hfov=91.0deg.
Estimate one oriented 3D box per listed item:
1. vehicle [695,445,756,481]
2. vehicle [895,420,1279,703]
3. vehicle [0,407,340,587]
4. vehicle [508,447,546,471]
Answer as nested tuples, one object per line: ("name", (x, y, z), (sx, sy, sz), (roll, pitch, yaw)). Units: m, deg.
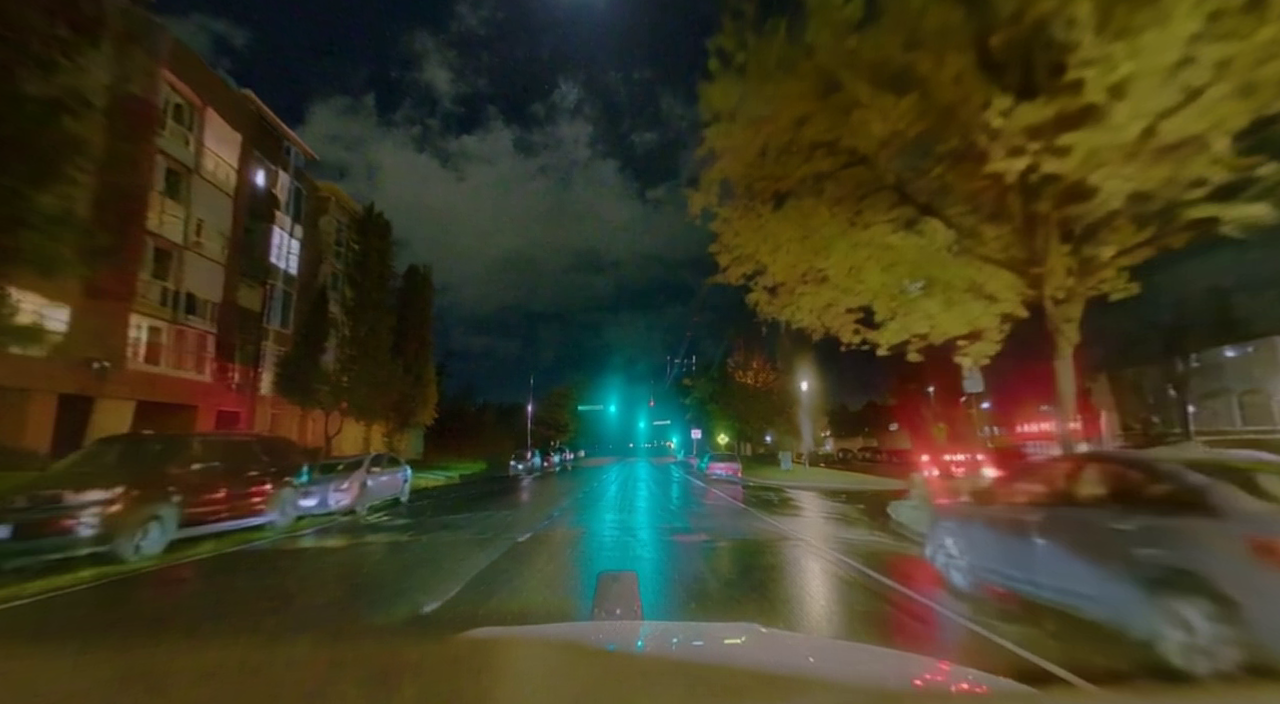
("vehicle", (3.754, 4.966, 28.488), (2.005, 1.466, 4.767), (0, -9, -1))
("vehicle", (3.645, 1.264, 4.204), (2.033, 1.467, 4.471), (0, -9, 1))
("vehicle", (-7.495, 2.037, 9.904), (2.613, 1.959, 5.843), (0, -9, 0))
("vehicle", (-7.963, 7.541, 44.552), (1.976, 1.554, 3.654), (0, -9, 1))
